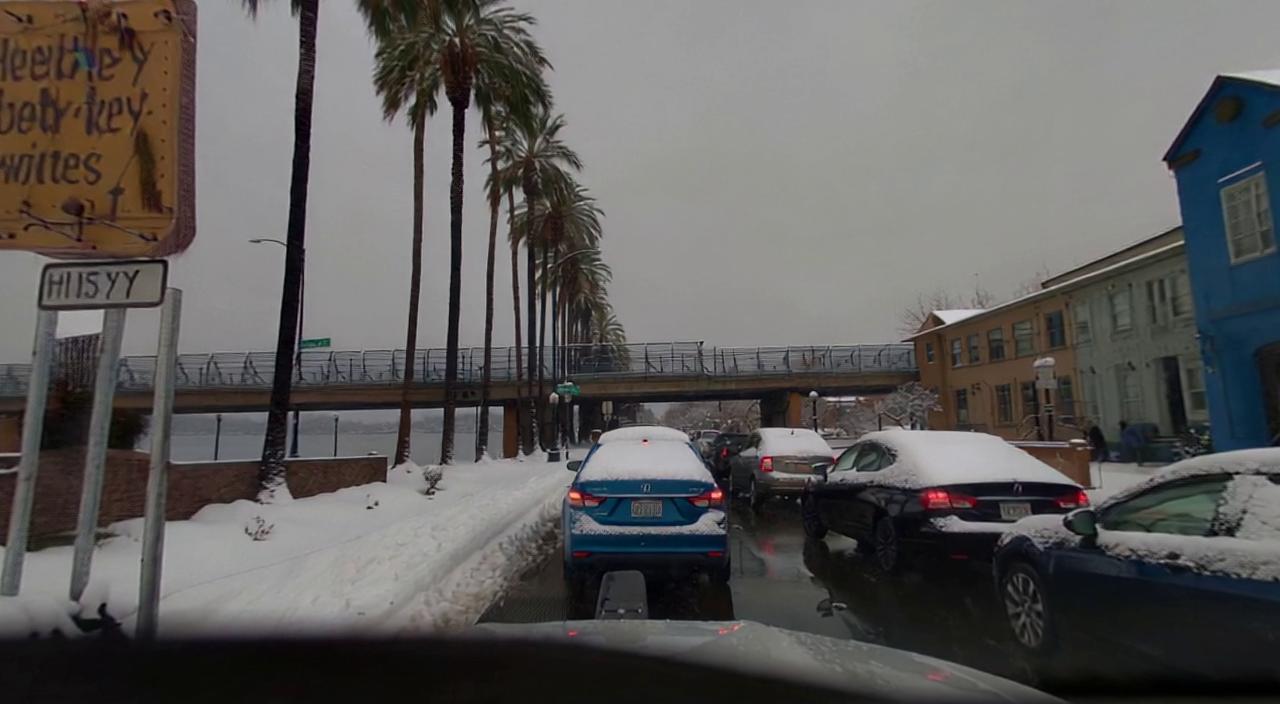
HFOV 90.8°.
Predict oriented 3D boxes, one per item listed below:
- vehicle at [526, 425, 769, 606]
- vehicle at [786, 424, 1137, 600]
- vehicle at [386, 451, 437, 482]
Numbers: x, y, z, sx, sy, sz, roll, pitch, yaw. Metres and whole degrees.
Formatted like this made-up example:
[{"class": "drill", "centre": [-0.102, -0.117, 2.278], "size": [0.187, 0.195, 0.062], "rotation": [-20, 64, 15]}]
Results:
[{"class": "vehicle", "centre": [0.061, 1.666, 7.248], "size": [2.048, 1.503, 3.681], "rotation": [0, -9, 0]}, {"class": "vehicle", "centre": [3.289, 1.712, 7.711], "size": [1.920, 1.490, 4.417], "rotation": [0, -9, -1]}, {"class": "vehicle", "centre": [-14.949, 7.479, 41.646], "size": [2.104, 1.802, 4.852], "rotation": [1, -8, -7]}]
